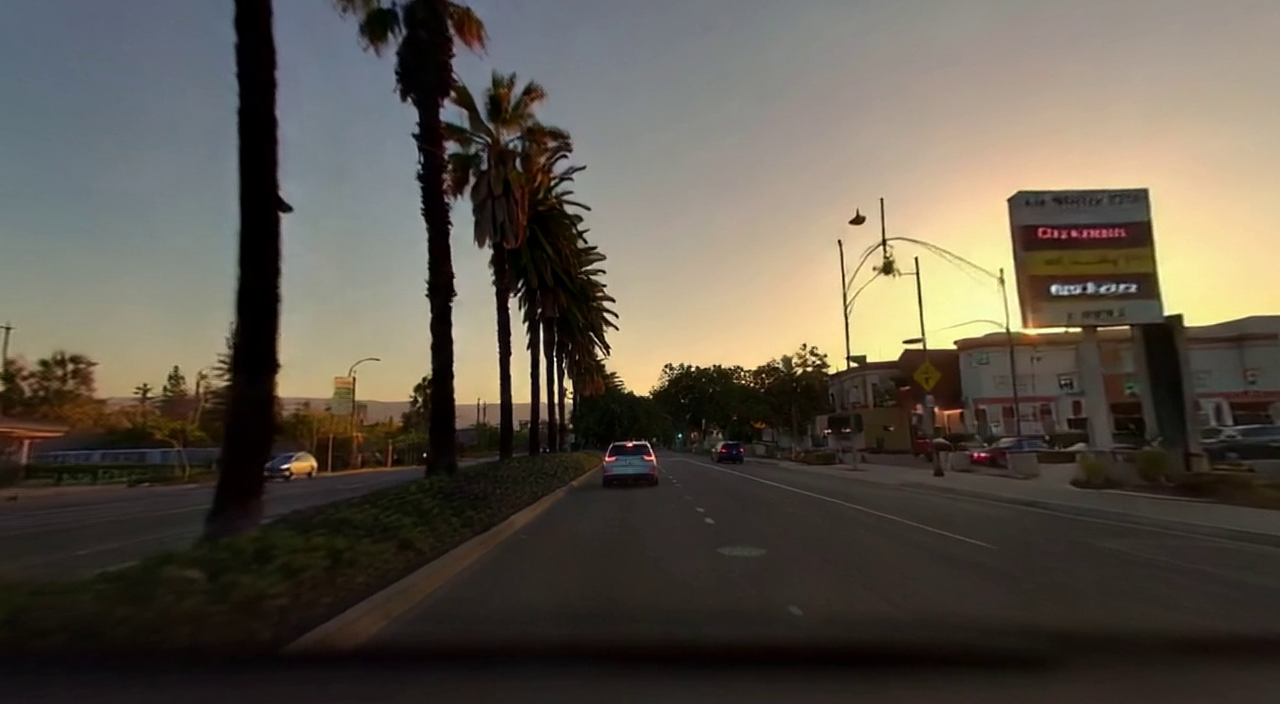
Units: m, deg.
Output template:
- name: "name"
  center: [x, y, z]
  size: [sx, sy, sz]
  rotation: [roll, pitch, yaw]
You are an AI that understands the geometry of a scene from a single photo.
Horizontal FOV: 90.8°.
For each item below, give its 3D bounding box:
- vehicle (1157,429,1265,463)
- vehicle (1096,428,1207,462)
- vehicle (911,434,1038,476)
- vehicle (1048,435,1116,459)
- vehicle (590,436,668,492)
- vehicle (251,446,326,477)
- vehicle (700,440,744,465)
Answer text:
- name: "vehicle"
  center: [29.881, 4.940, 33.247]
  size: [1.890, 1.640, 4.064]
  rotation: [0, -9, 2]
- name: "vehicle"
  center: [26.974, 4.963, 33.569]
  size: [2.045, 1.690, 4.761]
  rotation: [0, -9, 3]
- name: "vehicle"
  center: [14.639, 4.527, 27.844]
  size: [4.358, 1.732, 2.129]
  rotation: [1, -9, -3]
- name: "vehicle"
  center: [27.200, 5.875, 39.033]
  size: [1.709, 1.455, 3.449]
  rotation: [0, -9, 1]
- name: "vehicle"
  center: [-0.291, 3.344, 19.106]
  size: [2.106, 1.496, 3.964]
  rotation: [0, -9, 0]
- name: "vehicle"
  center: [-19.478, 6.092, 35.257]
  size: [1.862, 1.606, 4.071]
  rotation: [0, -9, -1]
- name: "vehicle"
  center: [5.586, 6.886, 43.532]
  size: [2.244, 1.618, 4.585]
  rotation: [0, -9, -2]
